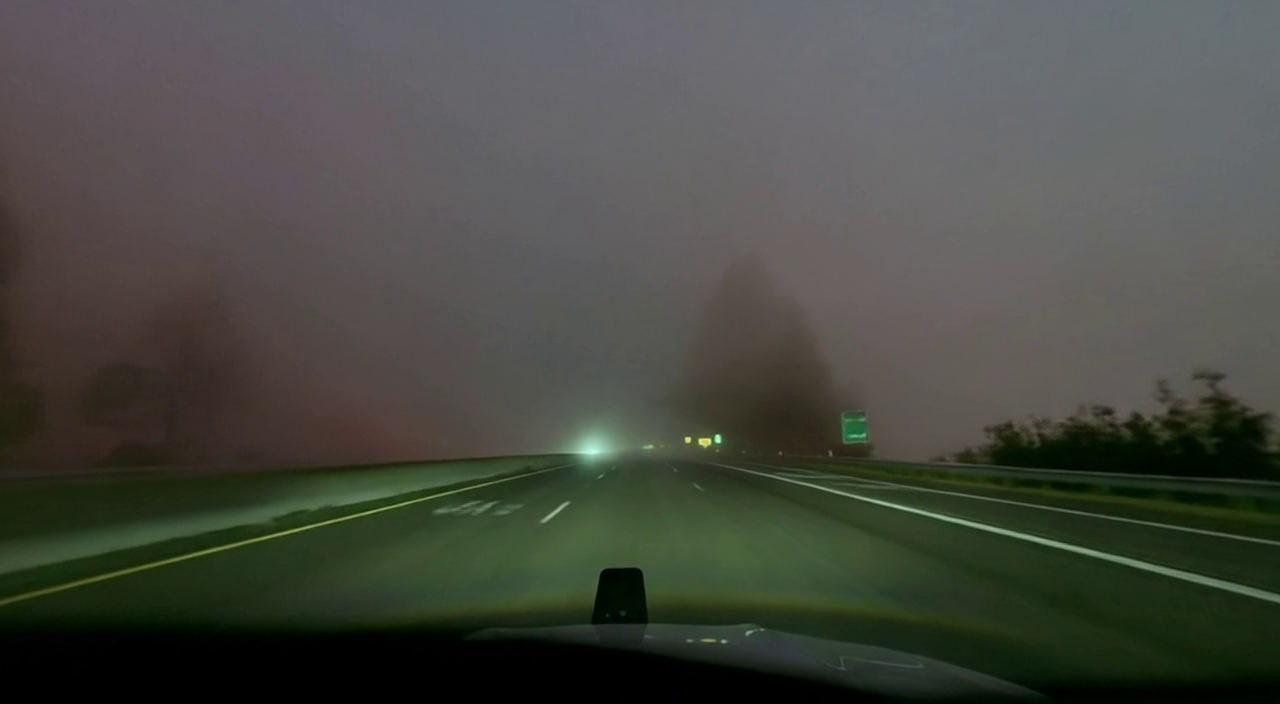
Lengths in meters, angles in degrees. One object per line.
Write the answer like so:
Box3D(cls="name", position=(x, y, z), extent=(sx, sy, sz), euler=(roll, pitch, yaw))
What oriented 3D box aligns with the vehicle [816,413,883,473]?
Box3D(cls="vehicle", position=(13.685, 6.001, 41.532), extent=(3.229, 3.713, 3.639), euler=(-1, -8, 3))
